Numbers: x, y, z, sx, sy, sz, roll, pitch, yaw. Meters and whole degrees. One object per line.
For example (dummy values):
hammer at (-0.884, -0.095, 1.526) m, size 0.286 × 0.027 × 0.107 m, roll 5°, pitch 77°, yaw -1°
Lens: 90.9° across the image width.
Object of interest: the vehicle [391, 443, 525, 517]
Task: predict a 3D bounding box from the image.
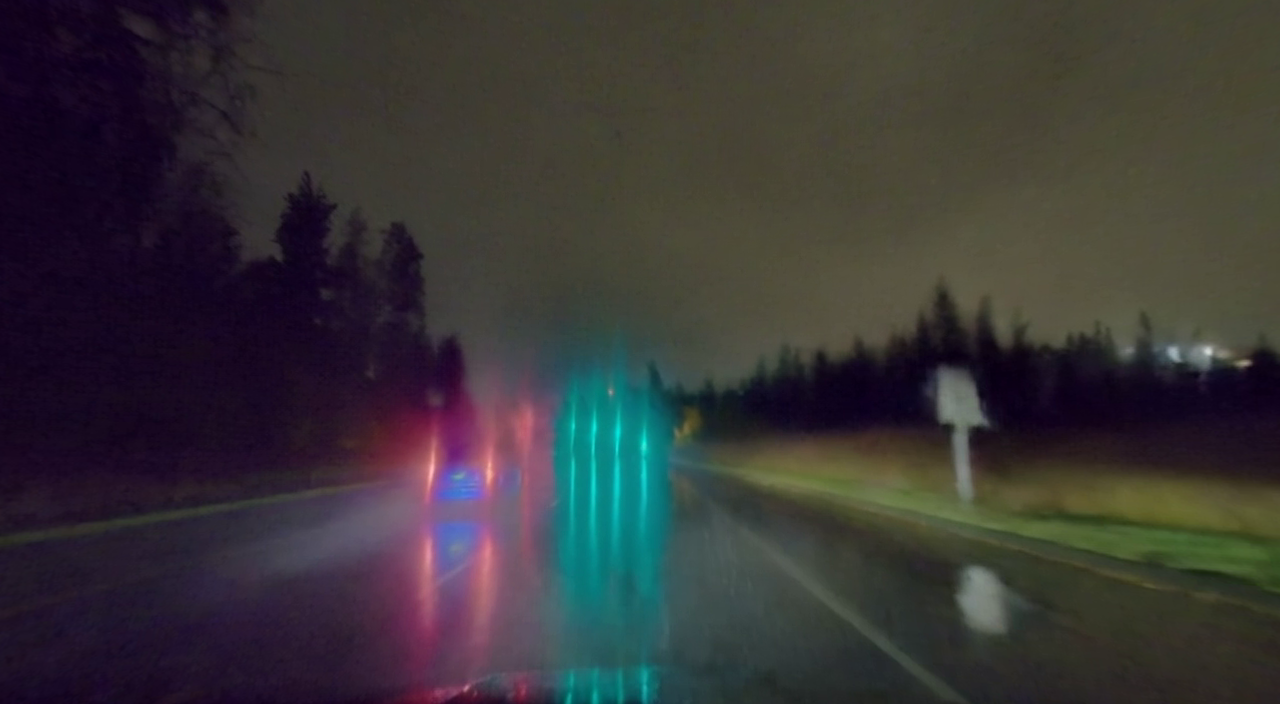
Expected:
vehicle at (-4.210, 3.005, 15.413) m, size 1.968 × 1.503 × 4.443 m, roll -1°, pitch -9°, yaw 0°
